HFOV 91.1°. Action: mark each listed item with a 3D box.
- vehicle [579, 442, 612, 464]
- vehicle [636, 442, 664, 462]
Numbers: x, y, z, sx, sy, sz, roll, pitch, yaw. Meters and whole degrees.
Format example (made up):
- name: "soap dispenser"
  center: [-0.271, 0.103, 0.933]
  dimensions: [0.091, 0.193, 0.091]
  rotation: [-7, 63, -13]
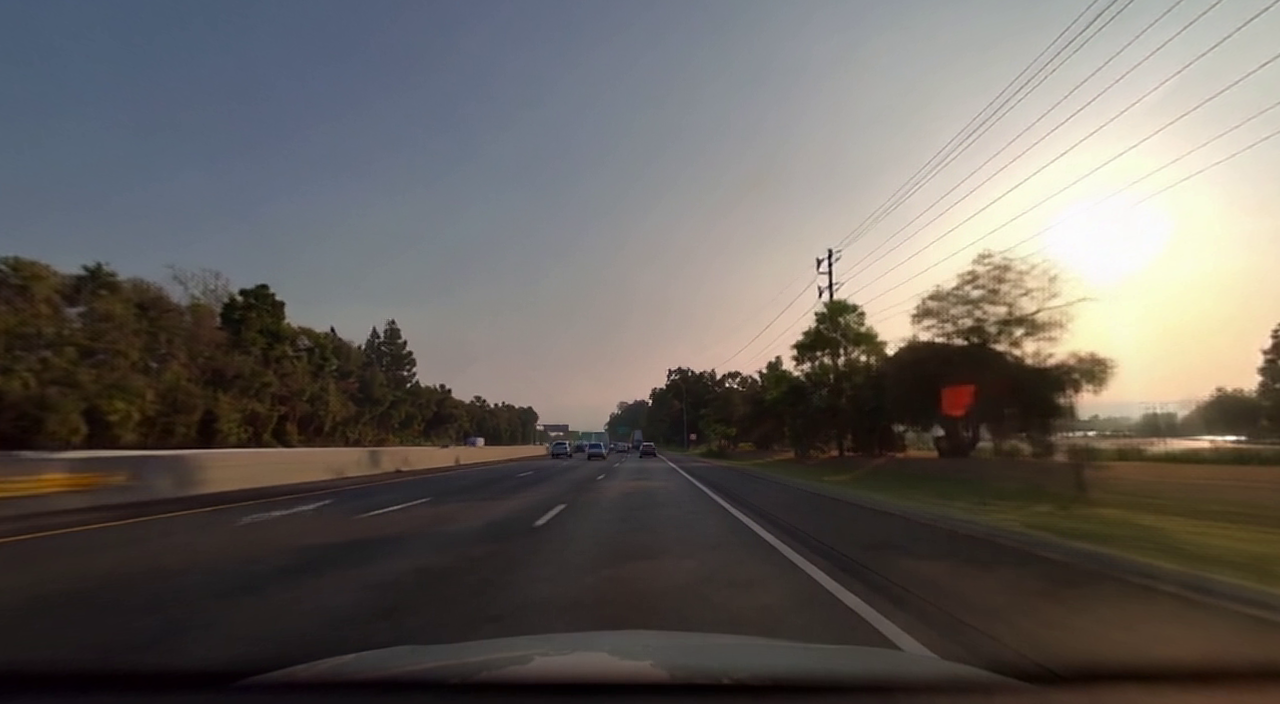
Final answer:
- name: "vehicle"
  center: [-3.201, 7.393, 46.150]
  dimensions: [2.046, 1.478, 4.111]
  rotation: [0, -8, 1]
- name: "vehicle"
  center: [0.725, 7.650, 48.066]
  dimensions: [2.057, 1.453, 3.926]
  rotation: [0, -8, 0]
